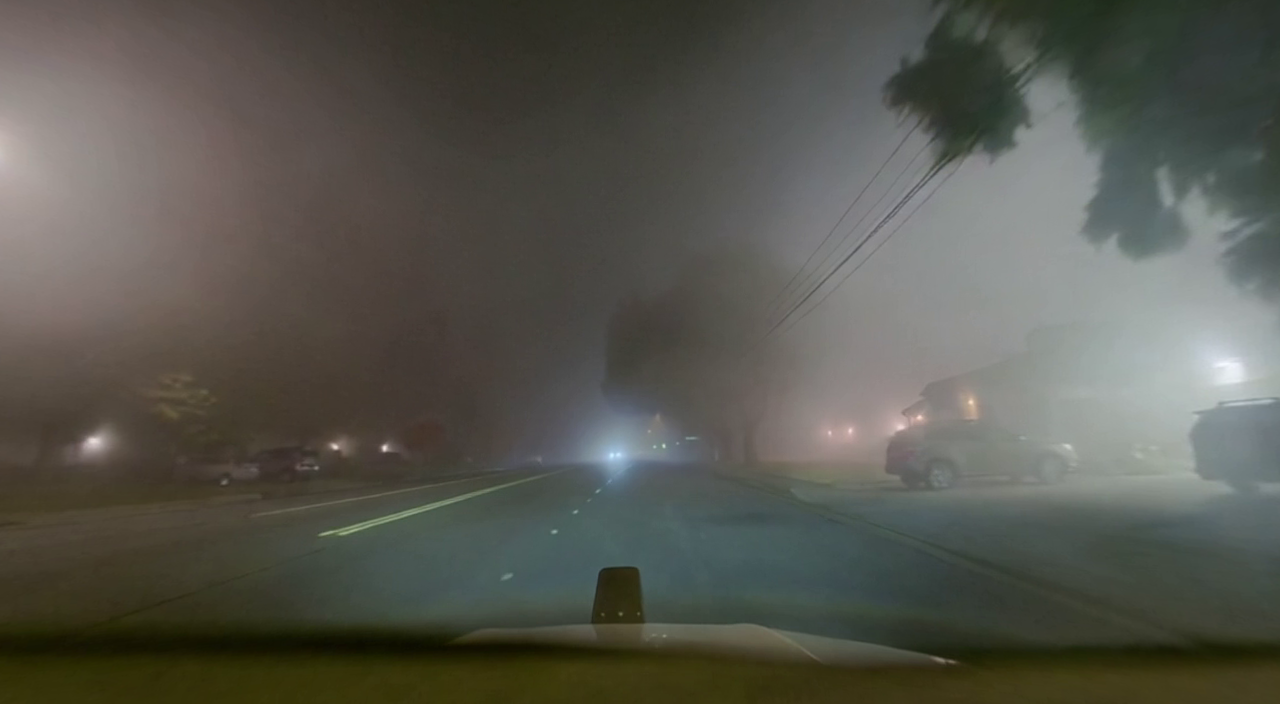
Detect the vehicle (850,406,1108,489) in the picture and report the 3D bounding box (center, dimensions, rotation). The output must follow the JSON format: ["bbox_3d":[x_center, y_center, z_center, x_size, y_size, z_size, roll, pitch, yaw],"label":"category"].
[{"bbox_3d":[9.385,2.737,18.046,5.933,2.038,2.382,1,-10,2],"label":"vehicle"}]

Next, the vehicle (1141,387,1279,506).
[{"bbox_3d":[11.733,1.579,10.656,4.629,1.804,2.102,-1,-8,3],"label":"vehicle"}]

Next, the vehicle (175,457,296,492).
[{"bbox_3d":[-18.841,5.657,29.506,4.450,1.409,1.990,7,-11,-38],"label":"vehicle"}]
